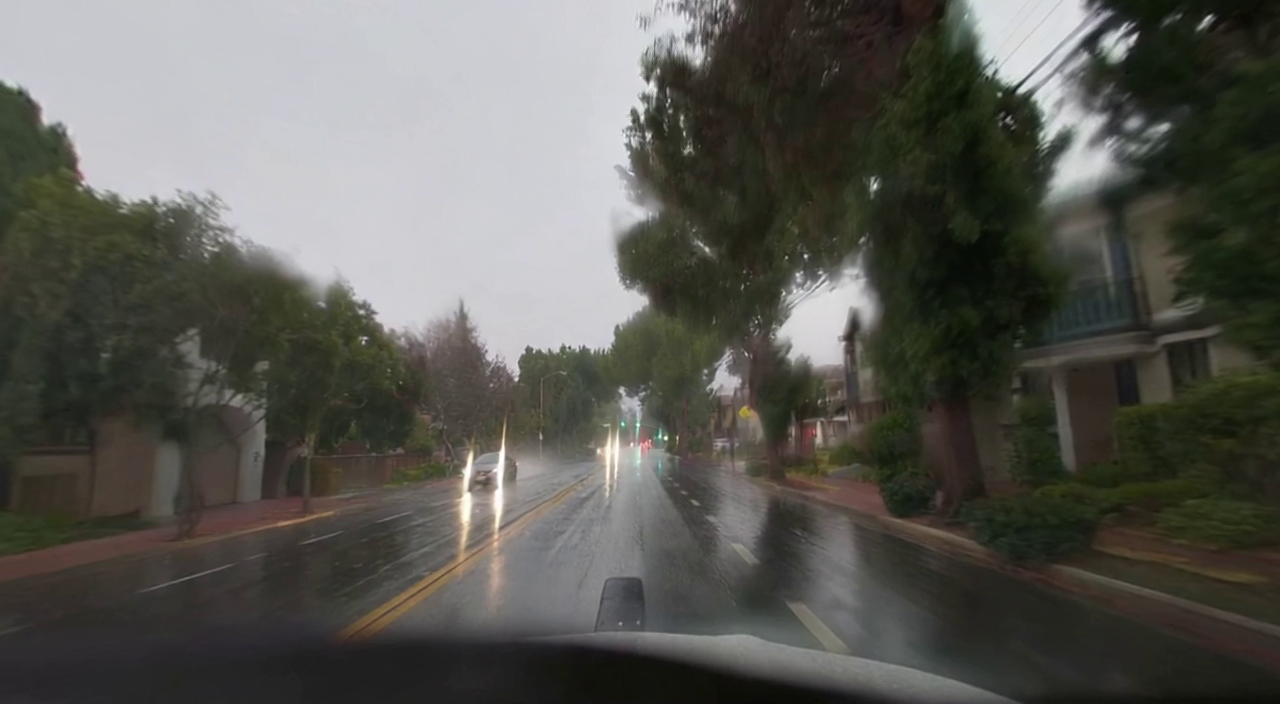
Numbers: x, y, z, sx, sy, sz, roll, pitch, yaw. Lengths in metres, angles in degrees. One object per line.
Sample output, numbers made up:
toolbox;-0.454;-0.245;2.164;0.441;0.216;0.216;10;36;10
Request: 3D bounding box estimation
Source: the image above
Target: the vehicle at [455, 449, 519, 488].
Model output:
vehicle;-7.362;5.620;30.822;2.010;1.553;4.312;-4;-9;0
